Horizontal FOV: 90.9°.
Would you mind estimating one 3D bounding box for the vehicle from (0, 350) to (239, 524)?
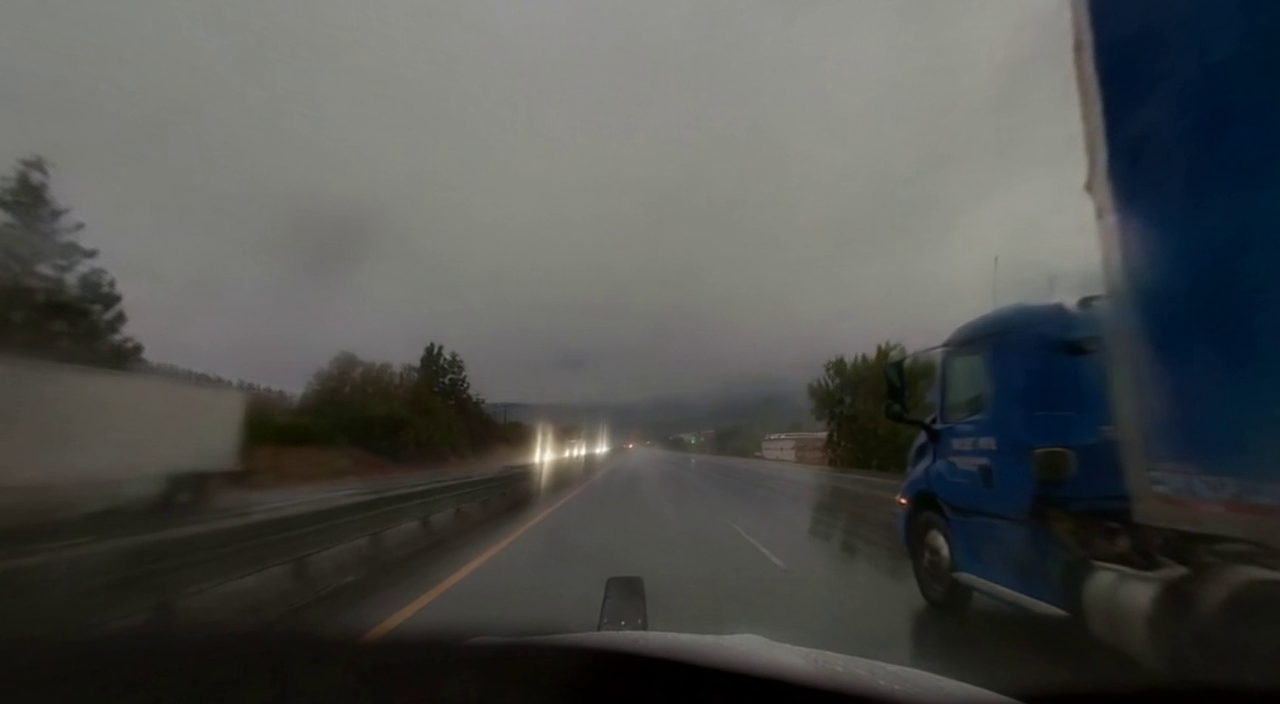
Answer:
[{"bbox_3d":[-15.792,2.213,16.065,3.215,3.811,12.193,0,-9,-1],"label":"vehicle"}]

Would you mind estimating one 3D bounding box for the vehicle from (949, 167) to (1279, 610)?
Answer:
[{"bbox_3d":[7.281,0.248,5.150,3.032,3.946,12.509,0,-9,-1],"label":"vehicle"}]
